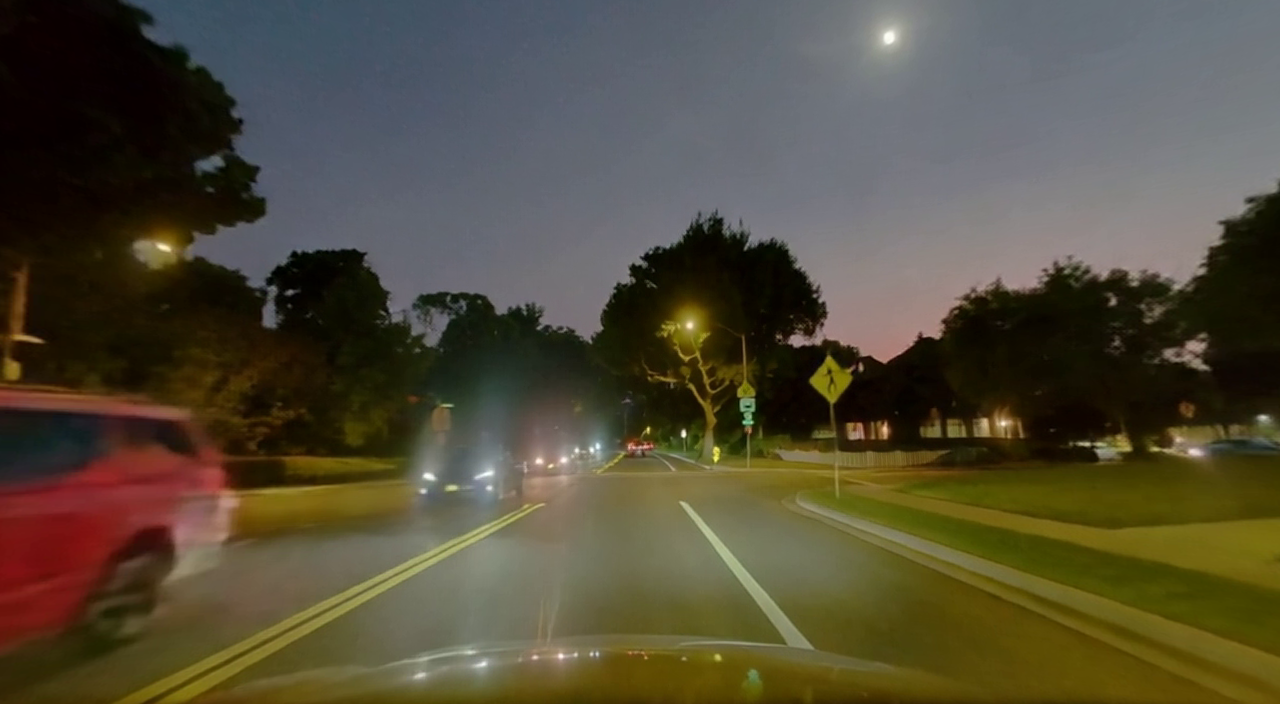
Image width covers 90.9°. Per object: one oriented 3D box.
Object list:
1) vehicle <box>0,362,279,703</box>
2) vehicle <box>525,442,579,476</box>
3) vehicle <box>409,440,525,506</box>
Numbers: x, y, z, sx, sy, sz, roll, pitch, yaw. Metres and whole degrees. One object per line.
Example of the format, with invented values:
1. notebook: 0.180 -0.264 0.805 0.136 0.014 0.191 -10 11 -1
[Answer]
1. vehicle: -4.400 0.970 3.321 2.134 1.821 4.719 0 -8 0
2. vehicle: -4.235 5.201 30.948 1.979 1.532 4.212 0 -8 0
3. vehicle: -4.402 3.123 16.769 1.862 1.491 4.266 0 -8 0
